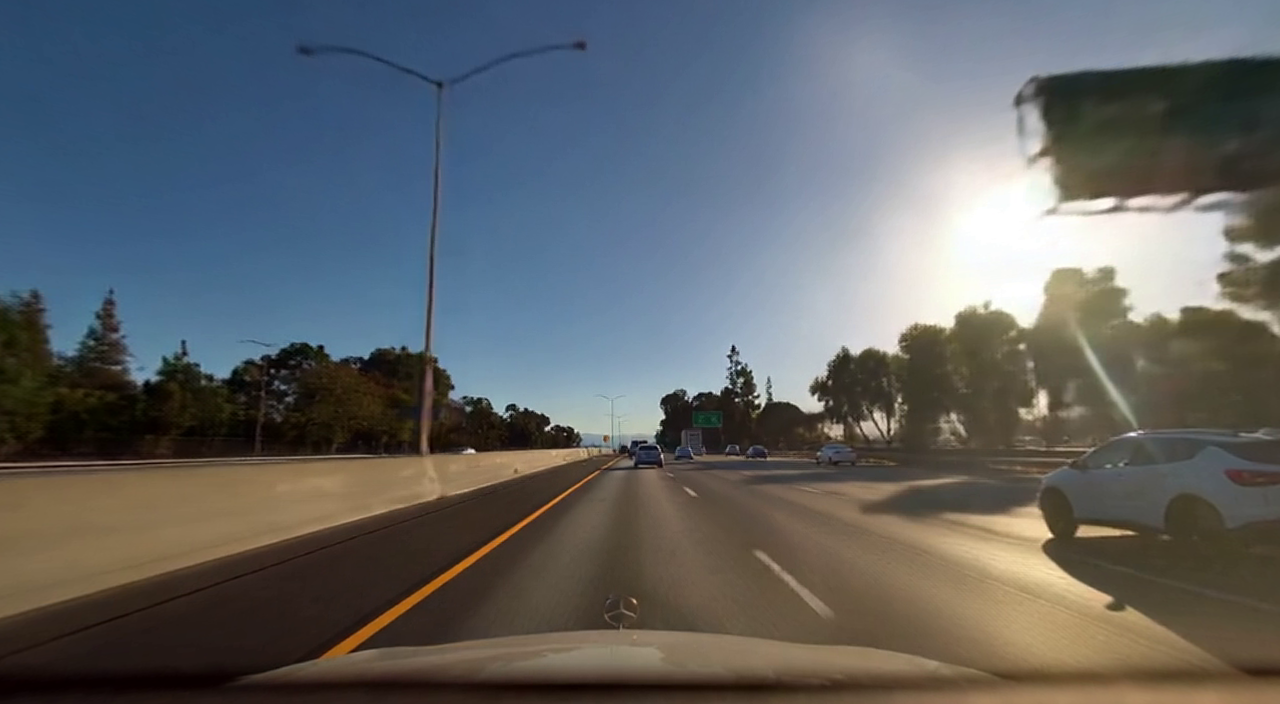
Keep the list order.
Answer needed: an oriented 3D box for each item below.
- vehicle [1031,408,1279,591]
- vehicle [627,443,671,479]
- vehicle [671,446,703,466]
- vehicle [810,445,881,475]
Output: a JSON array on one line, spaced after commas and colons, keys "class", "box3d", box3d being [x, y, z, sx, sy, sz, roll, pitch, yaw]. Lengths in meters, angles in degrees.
[{"class": "vehicle", "box3d": [6.941, 1.572, 7.181, 2.027, 1.679, 4.543, 0, -9, 0]}, {"class": "vehicle", "box3d": [0.351, 5.328, 31.225, 1.864, 1.566, 4.446, 0, -8, -3]}, {"class": "vehicle", "box3d": [3.495, 7.837, 47.583, 1.993, 1.427, 4.204, 0, -9, -1]}, {"class": "vehicle", "box3d": [10.937, 5.773, 34.065, 2.087, 1.442, 4.834, 0, -9, -1]}]
